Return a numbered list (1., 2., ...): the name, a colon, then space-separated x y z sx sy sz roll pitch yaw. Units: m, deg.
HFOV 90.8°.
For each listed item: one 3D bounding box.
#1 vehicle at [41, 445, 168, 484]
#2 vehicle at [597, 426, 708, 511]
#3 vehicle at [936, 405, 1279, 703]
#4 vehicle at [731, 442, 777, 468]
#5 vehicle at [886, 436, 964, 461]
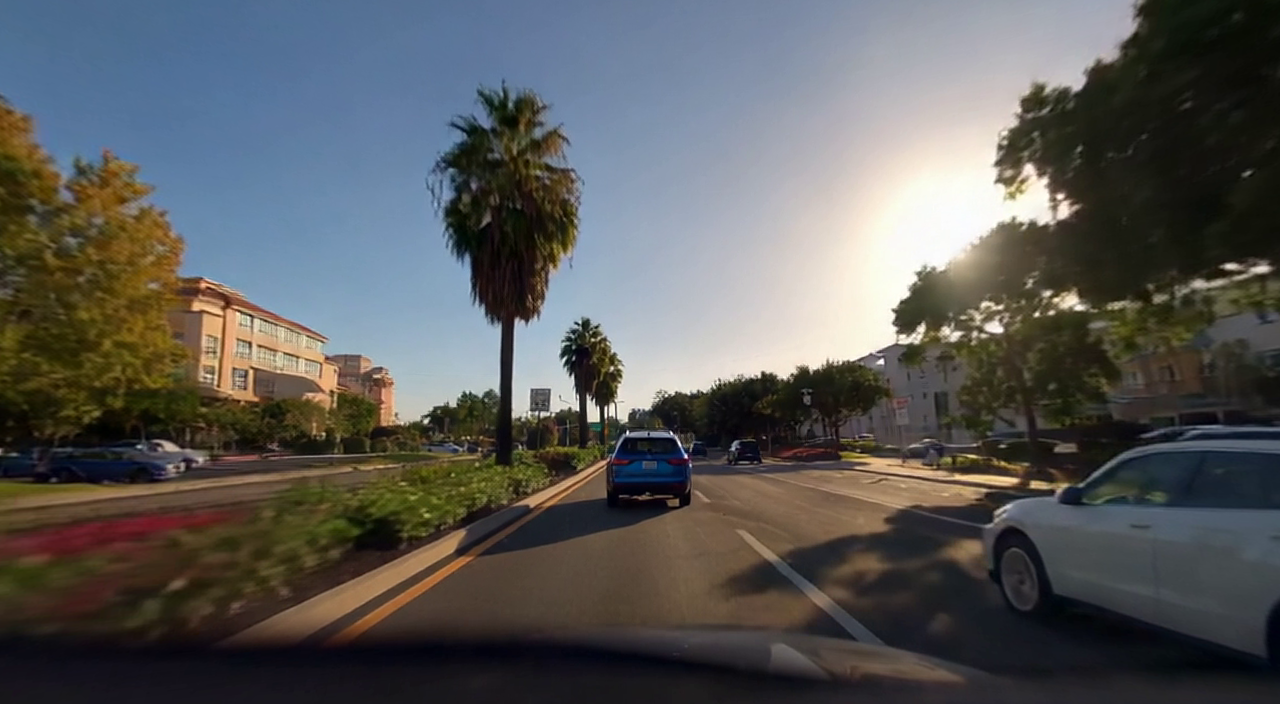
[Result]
1. vehicle: -26.170 5.503 31.159 1.975 1.722 4.761 0 -9 2
2. vehicle: 0.212 2.669 14.978 2.239 1.693 4.301 0 -8 -1
3. vehicle: 3.880 1.128 3.847 1.941 1.472 4.570 0 -8 0
4. vehicle: 6.993 6.360 39.236 1.930 1.457 4.267 0 -8 -2
5. vehicle: 19.414 6.596 43.149 4.392 1.628 1.982 0 -8 -2
